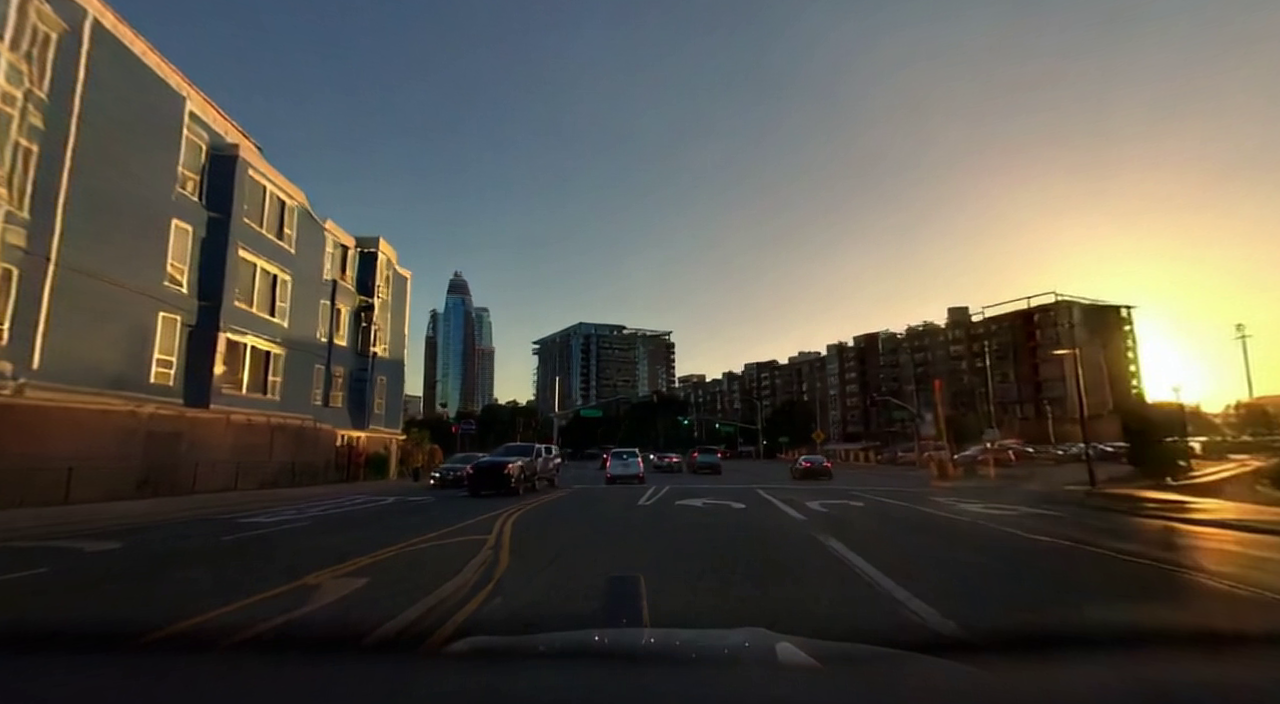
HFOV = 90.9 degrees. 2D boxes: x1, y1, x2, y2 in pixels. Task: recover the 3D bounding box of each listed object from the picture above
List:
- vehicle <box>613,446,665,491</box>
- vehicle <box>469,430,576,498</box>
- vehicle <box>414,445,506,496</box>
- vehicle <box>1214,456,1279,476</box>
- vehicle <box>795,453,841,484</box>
[{"bbox_3d":[0.018,5.195,28.585,2.160,1.786,4.702,0,-8,2],"label":"vehicle"},{"bbox_3d":[-4.257,4.257,24.131,2.515,2.248,5.821,-1,-10,5],"label":"vehicle"},{"bbox_3d":[-7.042,4.717,25.232,2.123,1.831,4.304,-1,-10,4],"label":"vehicle"},{"bbox_3d":[47.347,8.730,48.408,4.384,1.495,1.963,-1,-8,4],"label":"vehicle"},{"bbox_3d":[11.254,7.331,40.073,1.952,1.749,4.311,-1,-8,5],"label":"vehicle"}]
